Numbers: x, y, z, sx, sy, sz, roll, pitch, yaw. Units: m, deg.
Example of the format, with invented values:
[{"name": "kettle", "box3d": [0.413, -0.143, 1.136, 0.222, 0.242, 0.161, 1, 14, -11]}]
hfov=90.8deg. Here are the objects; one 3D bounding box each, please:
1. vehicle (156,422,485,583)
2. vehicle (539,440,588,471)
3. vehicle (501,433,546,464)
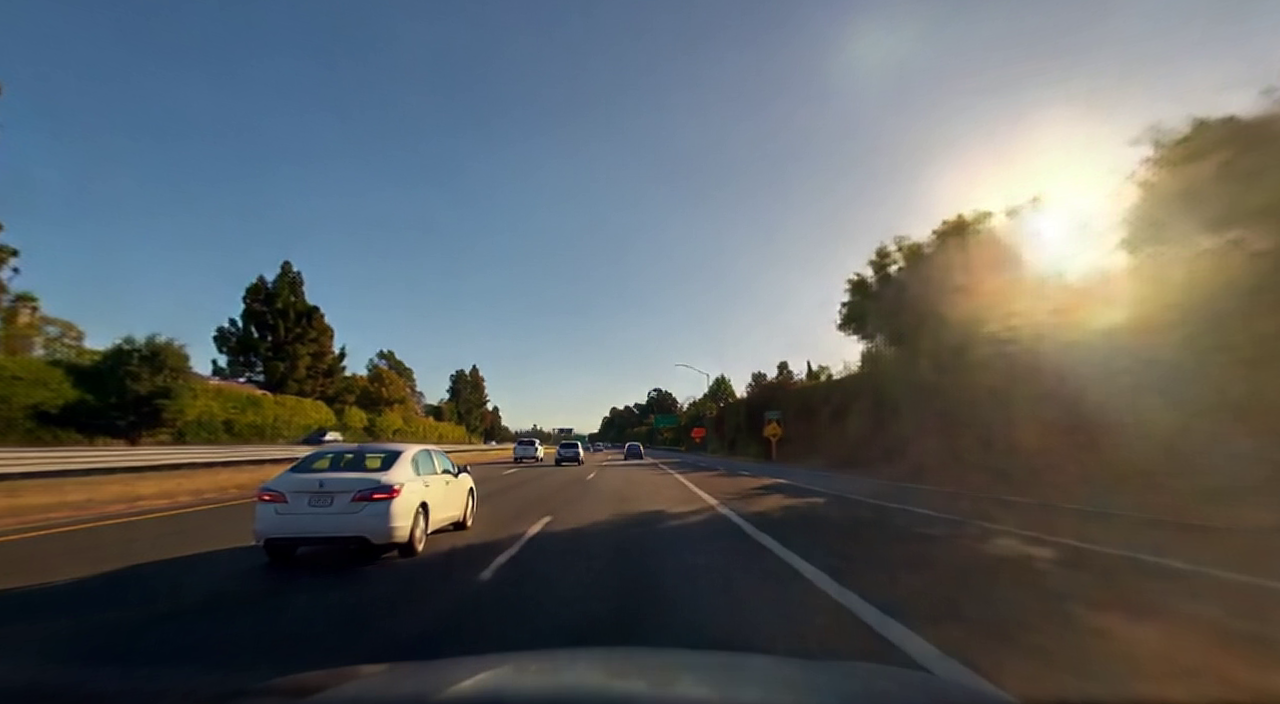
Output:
[{"name": "vehicle", "box3d": [-3.581, 1.754, 8.266, 2.025, 1.506, 4.429, 0, -8, -1]}, {"name": "vehicle", "box3d": [-3.942, 5.391, 33.229, 2.068, 1.501, 4.395, 0, -8, -1]}, {"name": "vehicle", "box3d": [-7.911, 6.625, 43.337, 2.171, 1.982, 5.246, 0, -8, -1]}]
